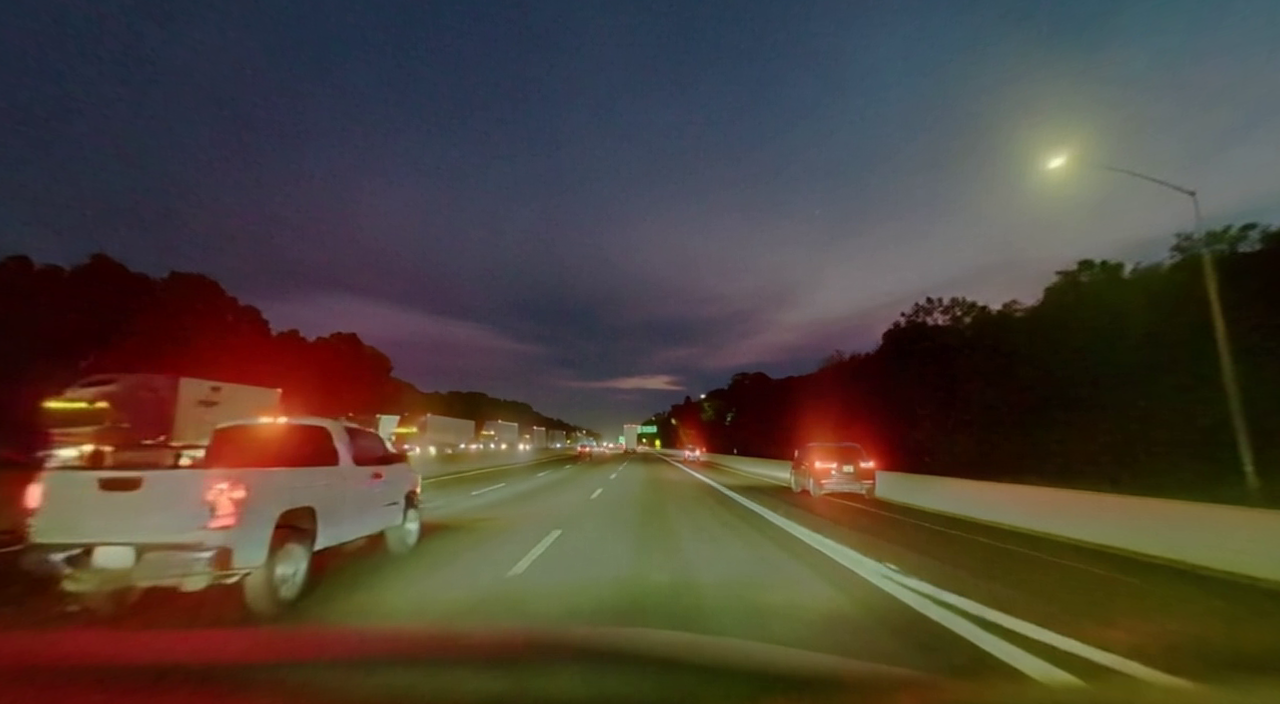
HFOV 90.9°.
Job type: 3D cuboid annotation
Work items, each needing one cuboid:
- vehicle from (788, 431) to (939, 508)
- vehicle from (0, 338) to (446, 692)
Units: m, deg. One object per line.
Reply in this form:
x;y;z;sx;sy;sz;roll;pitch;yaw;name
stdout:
5.617;3.012;16.534;2.080;1.725;4.252;1;-9;-5;vehicle
-3.850;1.274;6.099;2.220;1.928;5.176;0;-9;1;vehicle
